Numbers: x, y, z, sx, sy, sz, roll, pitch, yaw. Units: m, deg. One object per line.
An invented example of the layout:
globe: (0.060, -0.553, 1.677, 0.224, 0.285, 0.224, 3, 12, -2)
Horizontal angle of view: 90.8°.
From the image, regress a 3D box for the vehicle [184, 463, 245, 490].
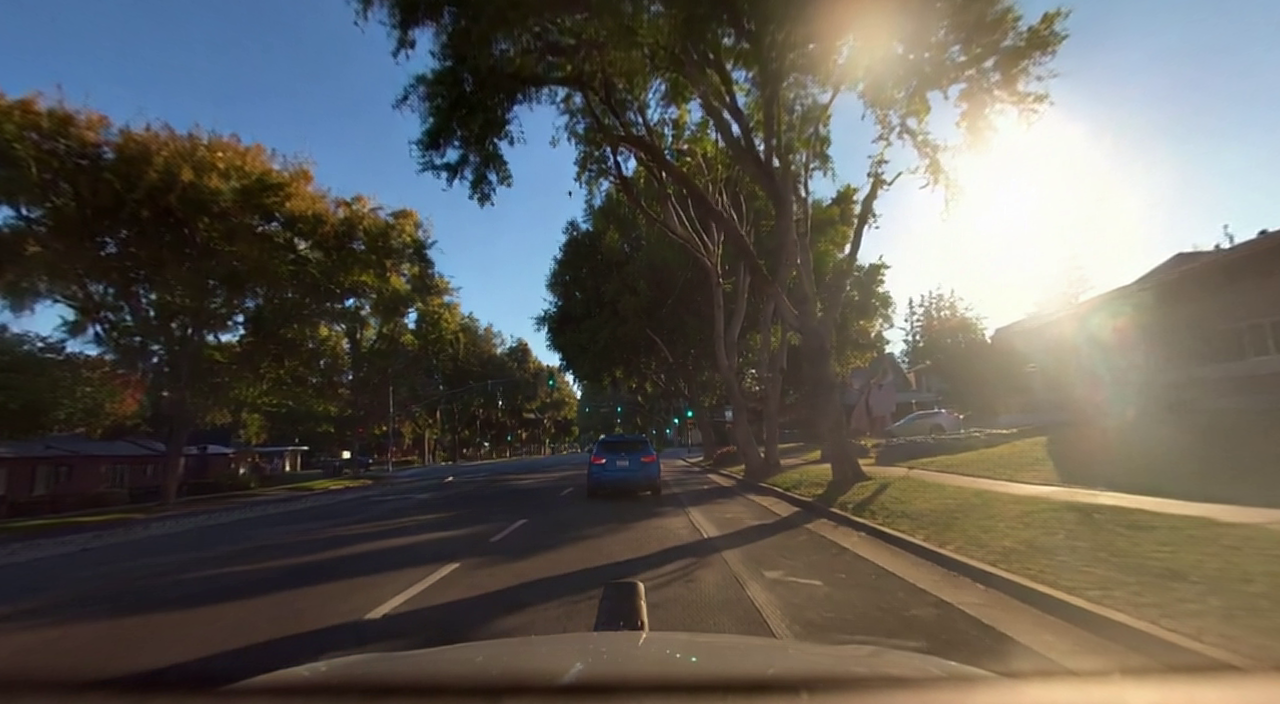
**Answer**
vehicle: (-28.628, 8.380, 42.635, 1.771, 1.435, 4.144, -6, -9, -9)

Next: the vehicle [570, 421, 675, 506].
vehicle: (-0.385, 2.564, 14.924, 2.136, 1.703, 3.910, 0, -8, -1)

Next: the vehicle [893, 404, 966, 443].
vehicle: (16.300, 4.133, 35.878, 2.039, 1.990, 5.111, -1, -8, 4)
